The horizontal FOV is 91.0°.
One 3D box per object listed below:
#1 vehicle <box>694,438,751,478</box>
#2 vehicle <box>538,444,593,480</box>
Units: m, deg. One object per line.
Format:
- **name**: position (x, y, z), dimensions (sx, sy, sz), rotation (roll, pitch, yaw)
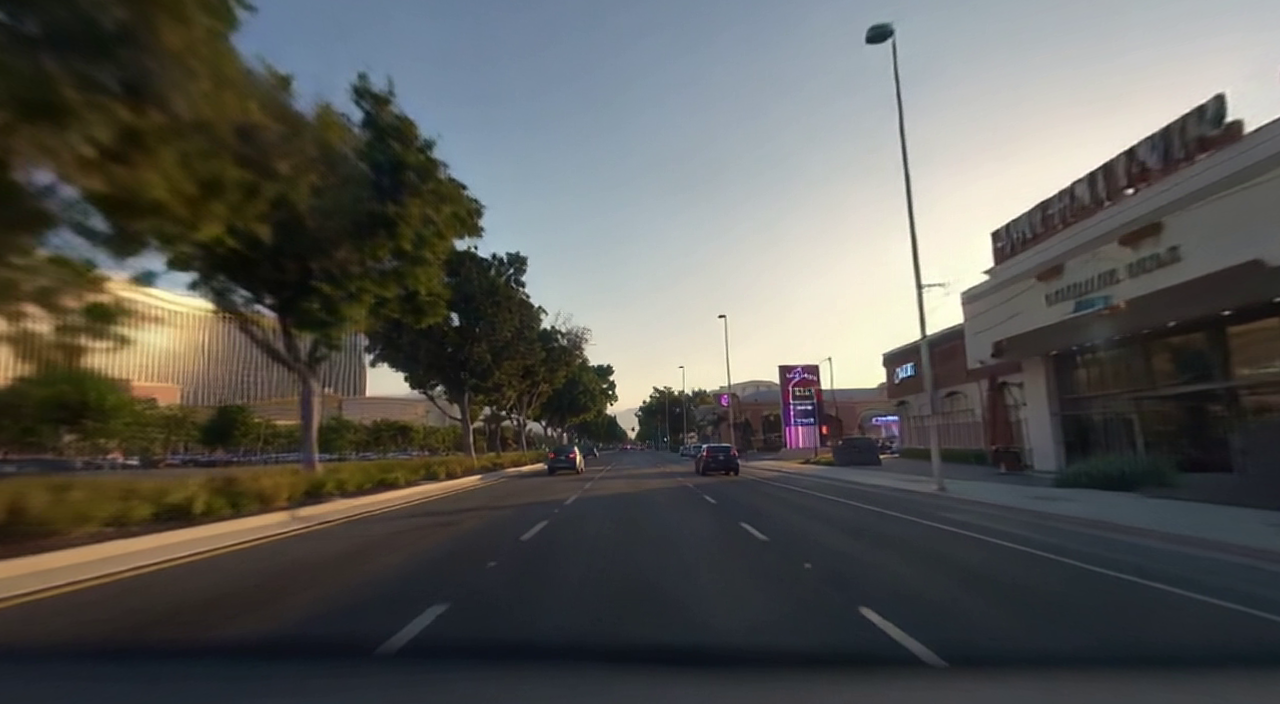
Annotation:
- **vehicle**: position (3.856, 5.033, 30.119), dimensions (2.083, 1.743, 4.354), rotation (0, -8, -1)
- **vehicle**: position (-3.332, 4.978, 28.837), dimensions (2.005, 1.477, 4.169), rotation (0, -8, 0)
